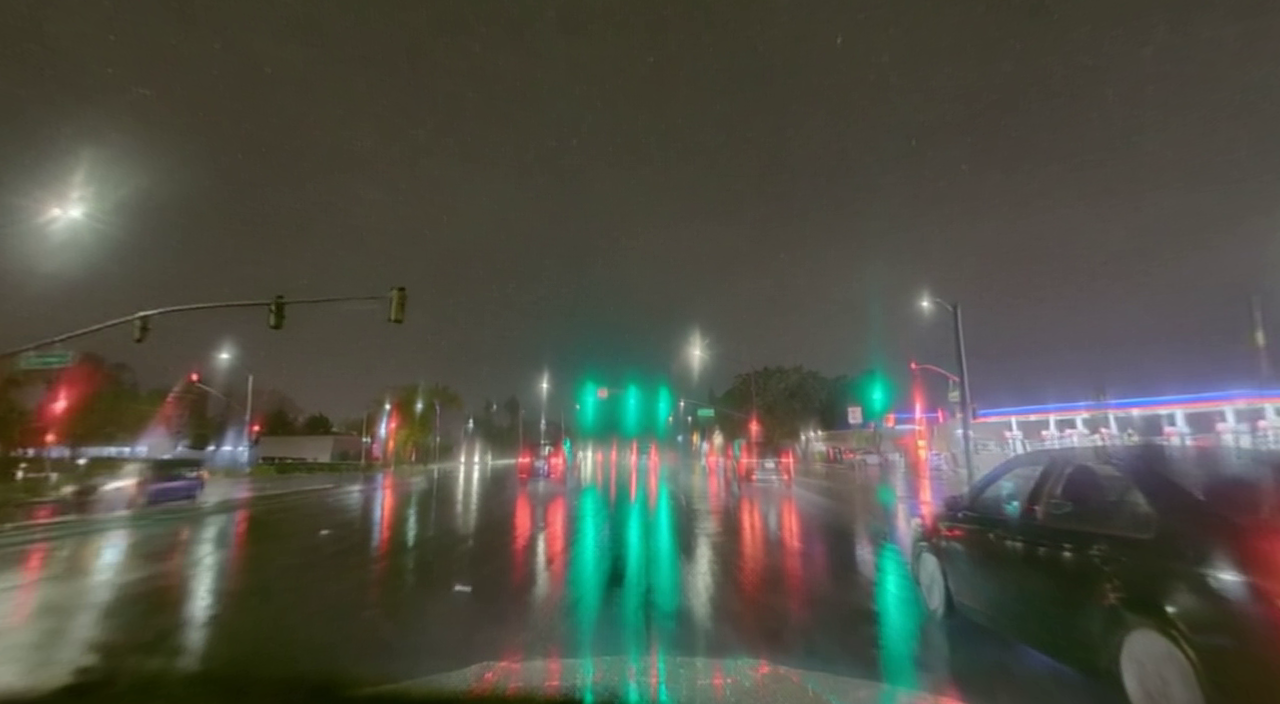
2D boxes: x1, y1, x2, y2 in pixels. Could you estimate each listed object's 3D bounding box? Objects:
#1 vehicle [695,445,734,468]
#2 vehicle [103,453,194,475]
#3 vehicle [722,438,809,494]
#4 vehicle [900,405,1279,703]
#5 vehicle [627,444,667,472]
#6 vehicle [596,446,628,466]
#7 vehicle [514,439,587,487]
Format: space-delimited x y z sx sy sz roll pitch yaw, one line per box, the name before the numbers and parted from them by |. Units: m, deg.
vehicle | 5.037 7.115 42.951 2.174 1.462 4.400 0 -8 1
vehicle | -33.926 7.728 43.537 4.652 1.453 1.945 0 -8 1
vehicle | 4.044 3.737 21.065 2.022 1.683 4.171 0 -8 0
vehicle | 3.596 1.158 3.801 2.038 1.499 4.868 0 -8 1
vehicle | 0.381 5.983 35.777 2.104 1.477 4.591 0 -8 0
vehicle | -2.051 7.821 47.606 2.192 1.463 4.211 0 -8 1
vehicle | -3.224 4.104 23.575 2.023 1.607 4.086 0 -8 2
